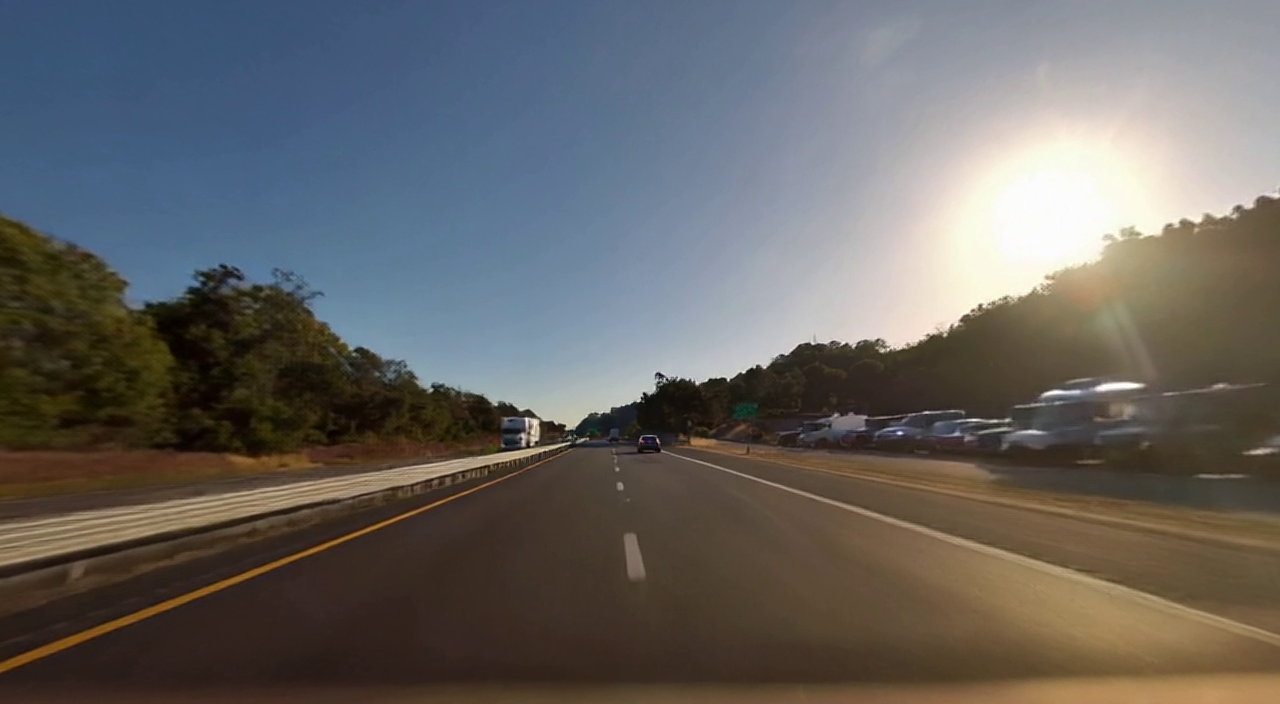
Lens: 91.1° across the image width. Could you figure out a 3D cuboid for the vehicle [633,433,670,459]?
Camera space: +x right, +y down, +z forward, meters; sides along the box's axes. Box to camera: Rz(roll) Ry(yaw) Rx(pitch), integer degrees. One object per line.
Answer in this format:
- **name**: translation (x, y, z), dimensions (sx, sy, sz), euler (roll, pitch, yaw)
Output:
- **vehicle**: translation (0.670, 5.961, 40.052), dimensions (2.037, 1.504, 4.248), euler (0, -8, -3)
